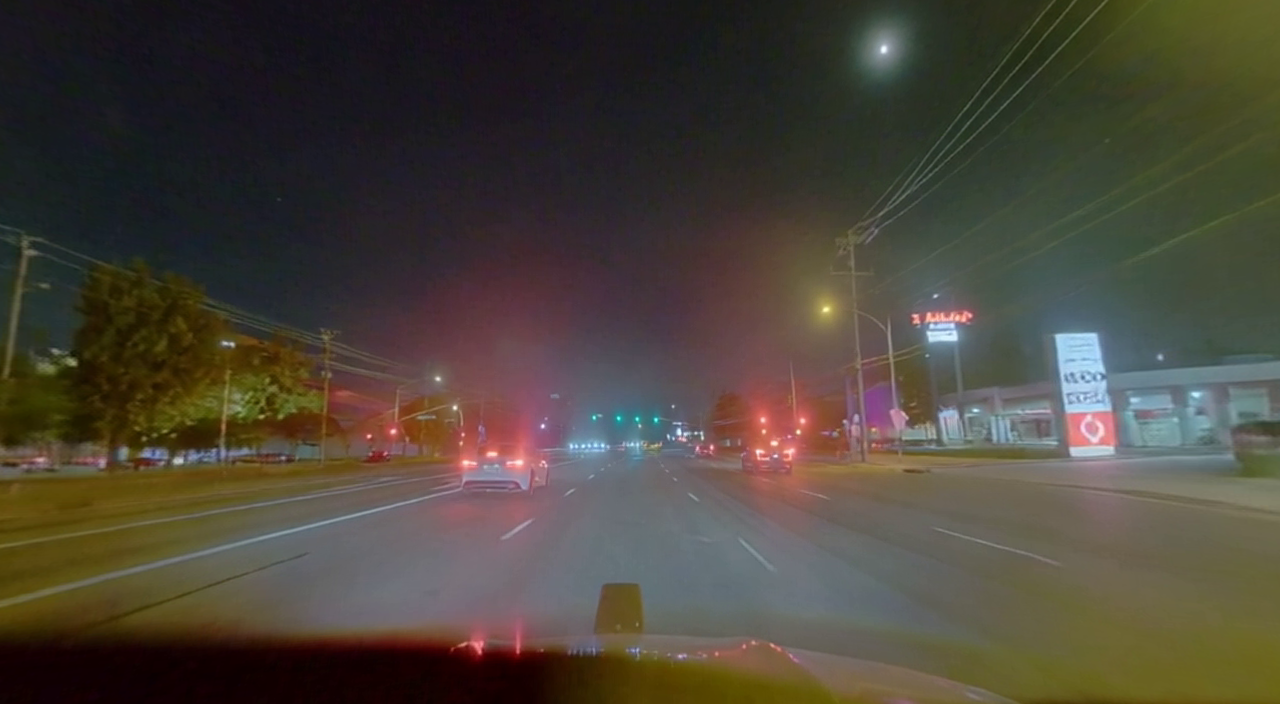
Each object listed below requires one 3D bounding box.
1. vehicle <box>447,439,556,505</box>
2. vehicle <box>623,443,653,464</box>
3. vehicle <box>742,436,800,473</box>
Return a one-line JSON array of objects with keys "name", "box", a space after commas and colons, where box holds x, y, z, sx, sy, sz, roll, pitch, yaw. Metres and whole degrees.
[{"name": "vehicle", "box": [-3.391, 3.013, 16.357, 1.837, 1.463, 4.311, 0, -8, 0]}, {"name": "vehicle", "box": [-0.161, 7.272, 45.496, 2.098, 1.431, 3.958, 0, -8, -1]}, {"name": "vehicle", "box": [6.538, 5.156, 32.032, 1.945, 1.706, 4.190, 0, -8, -2]}]
